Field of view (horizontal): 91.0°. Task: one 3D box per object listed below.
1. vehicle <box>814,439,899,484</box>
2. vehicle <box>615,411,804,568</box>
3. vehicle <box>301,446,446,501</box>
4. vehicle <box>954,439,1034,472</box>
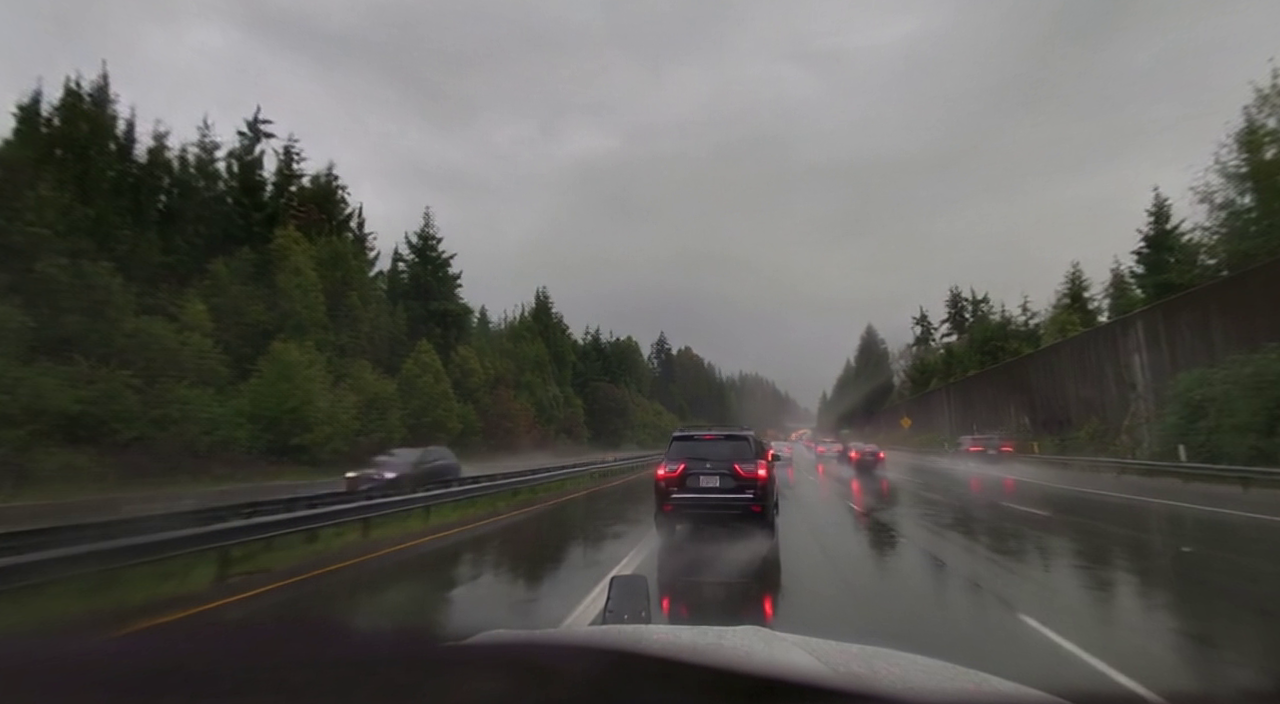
[{"bbox_3d":[7.675,3.875,22.758,1.962,1.442,4.536,-1,-8,7],"label":"vehicle"},{"bbox_3d":[1.107,1.759,8.854,2.021,1.635,4.085,-2,-8,11],"label":"vehicle"},{"bbox_3d":[-8.103,3.692,19.715,1.934,1.478,4.474,-2,-8,11],"label":"vehicle"},{"bbox_3d":[16.965,4.951,30.416,1.990,1.478,4.475,-2,-8,11],"label":"vehicle"}]
